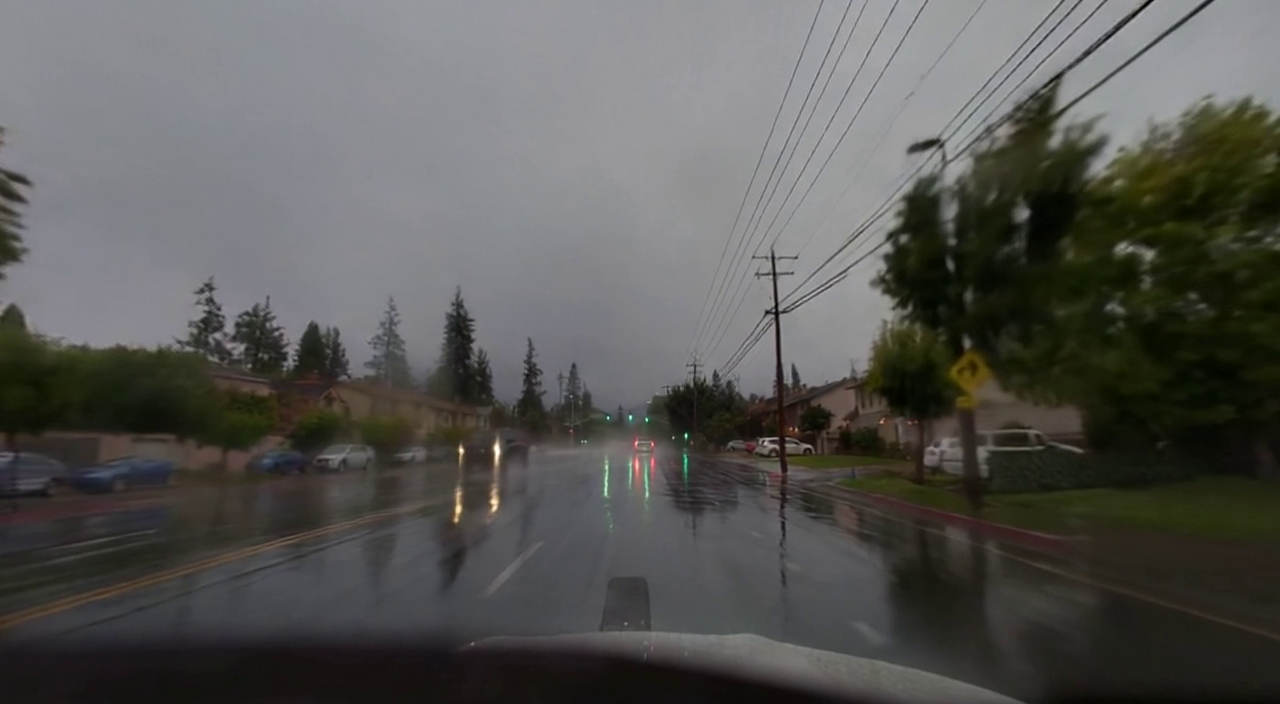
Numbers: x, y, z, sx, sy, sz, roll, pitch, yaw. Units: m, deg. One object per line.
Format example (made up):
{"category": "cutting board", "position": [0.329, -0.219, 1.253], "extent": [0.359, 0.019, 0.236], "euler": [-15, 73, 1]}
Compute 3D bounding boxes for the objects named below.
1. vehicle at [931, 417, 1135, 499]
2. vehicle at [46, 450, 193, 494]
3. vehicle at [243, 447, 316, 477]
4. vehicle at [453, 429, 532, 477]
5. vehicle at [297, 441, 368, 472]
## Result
{"category": "vehicle", "position": [11.284, 3.096, 18.756], "extent": [2.392, 2.063, 5.213], "euler": [1, -8, -5]}
{"category": "vehicle", "position": [-20.496, 4.708, 25.137], "extent": [1.812, 1.501, 4.632], "euler": [0, -8, 1]}
{"category": "vehicle", "position": [-20.176, 6.159, 35.472], "extent": [1.764, 1.570, 3.910], "euler": [0, -8, 0]}
{"category": "vehicle", "position": [-6.429, 4.463, 28.095], "extent": [2.273, 1.952, 4.599], "euler": [0, -8, 2]}
{"category": "vehicle", "position": [-20.218, 6.891, 41.692], "extent": [2.047, 1.898, 5.032], "euler": [0, -8, 1]}
